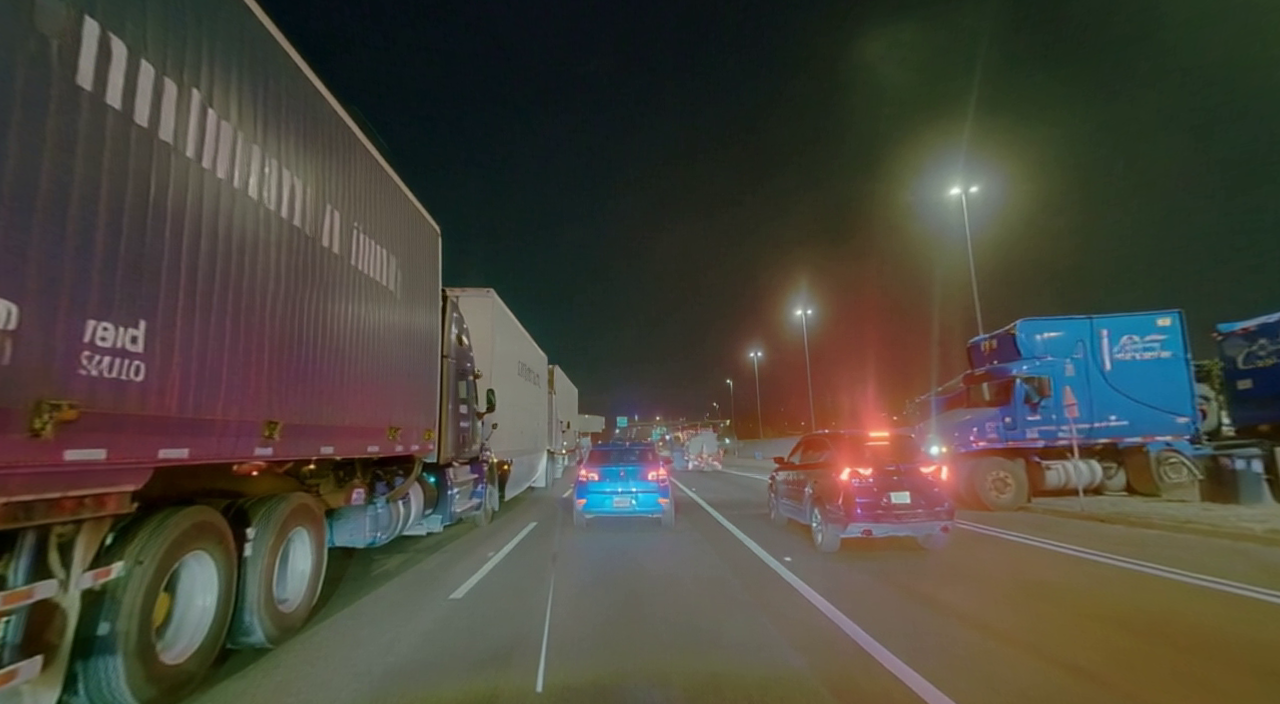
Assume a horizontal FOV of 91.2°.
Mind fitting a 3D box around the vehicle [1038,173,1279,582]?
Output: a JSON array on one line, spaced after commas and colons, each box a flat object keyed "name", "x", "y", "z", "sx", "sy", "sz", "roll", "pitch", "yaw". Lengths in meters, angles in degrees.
[{"name": "vehicle", "x": 11.160, "y": -0.176, "z": 4.305, "sx": 13.564, "sy": 4.152, "sz": 3.110, "roll": -9, "pitch": -12, "yaw": 42}]

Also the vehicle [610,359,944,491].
[{"name": "vehicle", "x": 4.458, "y": 3.199, "z": 26.111, "sx": 2.877, "sy": 4.124, "sz": 14.516, "roll": 4, "pitch": -9, "yaw": -41}]

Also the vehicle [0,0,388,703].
[{"name": "vehicle", "x": -3.954, "y": -0.021, "z": 1.661, "sx": 2.986, "sy": 3.391, "sz": 9.523, "roll": 0, "pitch": -9, "yaw": -3}]

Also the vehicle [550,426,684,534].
[{"name": "vehicle", "x": -0.391, "y": 2.345, "z": 12.027, "sx": 2.140, "sy": 1.682, "sz": 3.971, "roll": 0, "pitch": -9, "yaw": -1}]
